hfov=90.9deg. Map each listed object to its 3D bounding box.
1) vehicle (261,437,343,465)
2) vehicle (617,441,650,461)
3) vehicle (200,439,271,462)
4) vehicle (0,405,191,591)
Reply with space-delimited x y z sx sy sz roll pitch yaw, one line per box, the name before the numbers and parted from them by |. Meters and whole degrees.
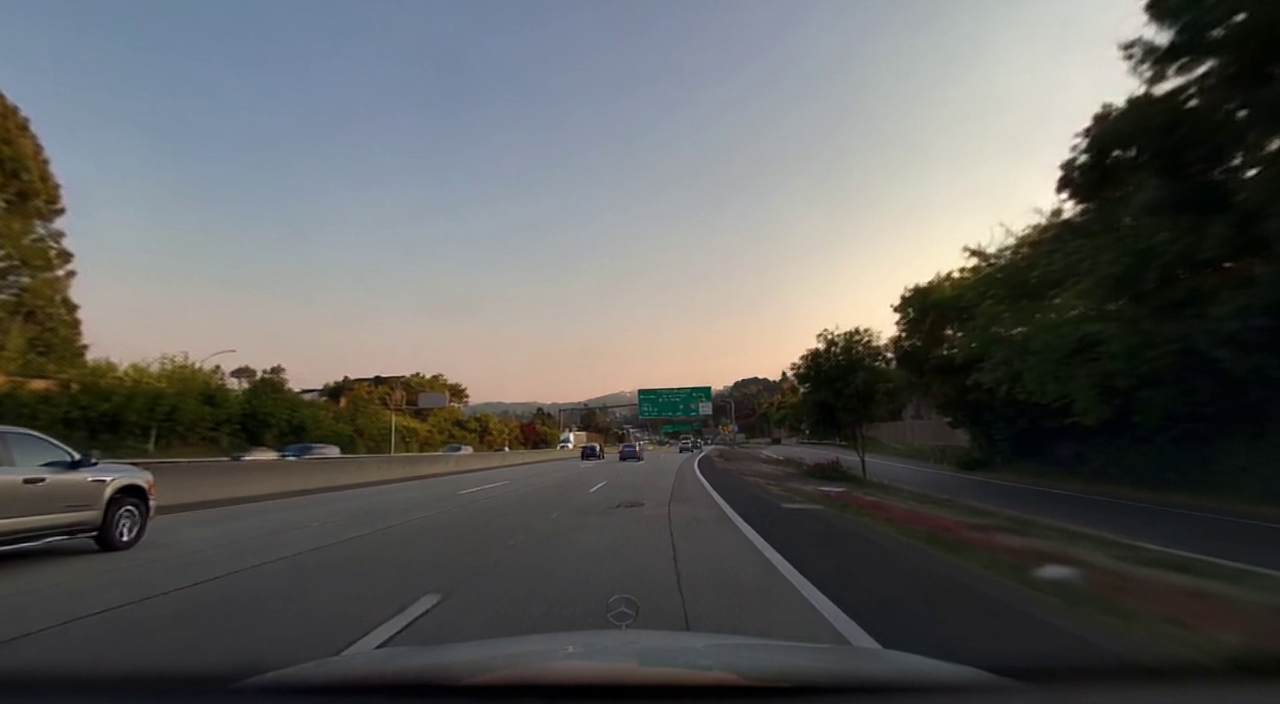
vehicle | -21.544 6.341 40.541 2.046 1.608 5.332 -1 -8 4
vehicle | -0.455 7.765 49.386 2.112 1.489 4.266 -1 -8 5
vehicle | -28.707 6.990 44.914 1.843 1.589 4.515 -1 -8 4
vehicle | -6.651 1.264 5.394 1.923 1.630 4.857 0 -8 2
